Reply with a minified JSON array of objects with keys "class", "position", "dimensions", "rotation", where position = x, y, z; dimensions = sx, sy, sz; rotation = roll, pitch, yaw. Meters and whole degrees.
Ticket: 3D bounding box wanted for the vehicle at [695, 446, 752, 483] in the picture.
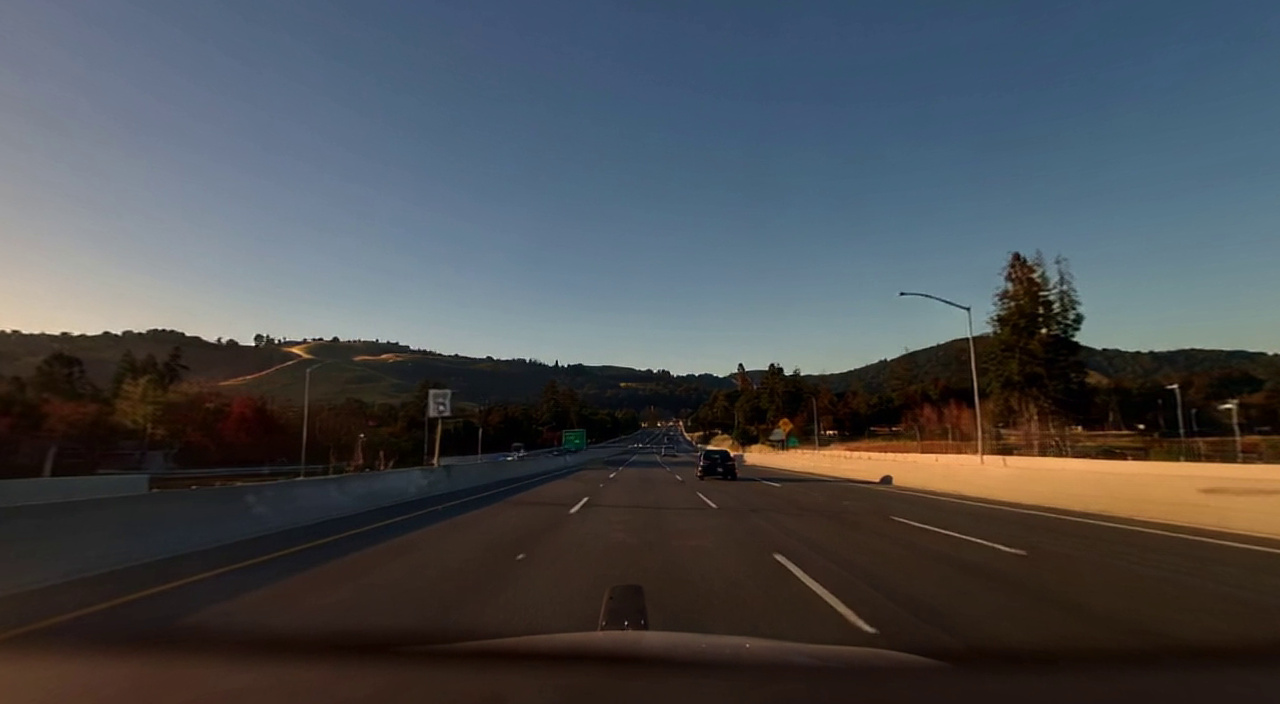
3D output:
[{"class":"vehicle","position":[3.657,5.004,28.363],"dimensions":[1.916,1.469,4.481],"rotation":[0,-8,-1]}]
